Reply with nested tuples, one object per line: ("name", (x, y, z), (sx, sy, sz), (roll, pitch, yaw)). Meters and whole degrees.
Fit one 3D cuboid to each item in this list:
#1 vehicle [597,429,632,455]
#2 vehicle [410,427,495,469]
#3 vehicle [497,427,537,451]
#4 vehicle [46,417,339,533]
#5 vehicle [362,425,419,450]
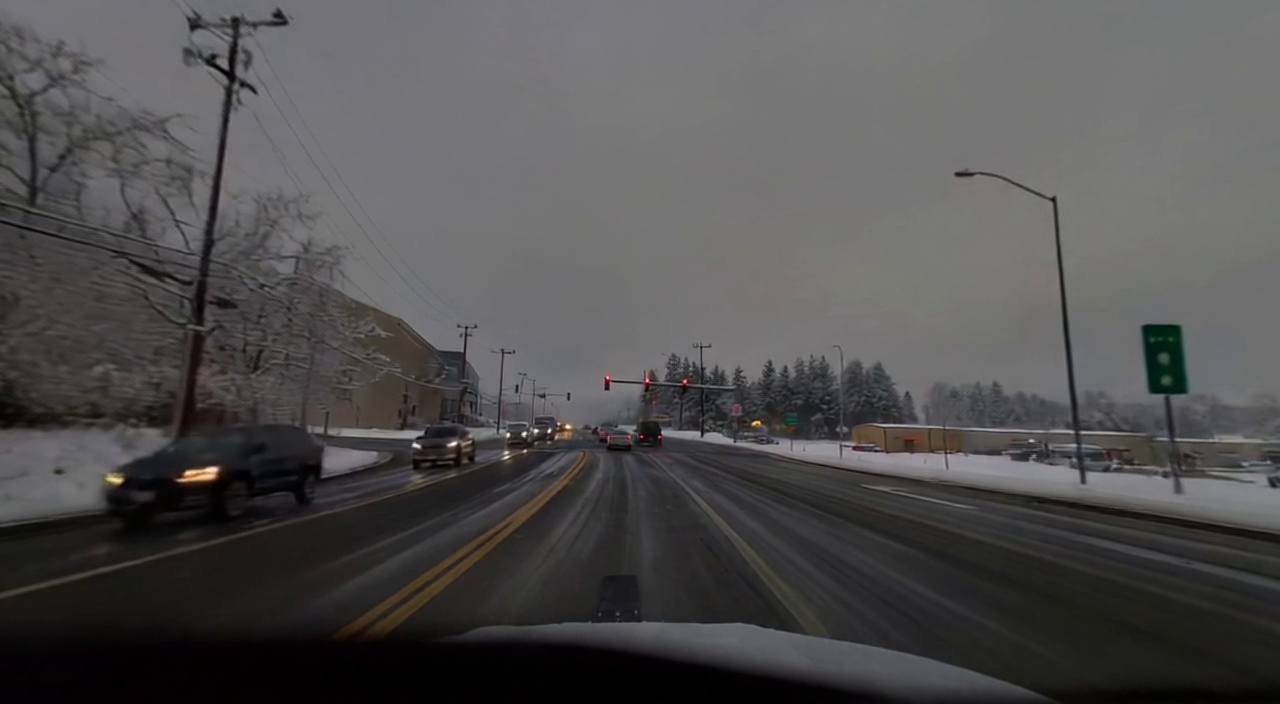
("vehicle", (-1.560, 5.563, 39.012), (2.060, 1.491, 3.873), (0, -8, -2))
("vehicle", (-7.177, 3.713, 24.590), (2.028, 1.495, 4.532), (0, -8, -2))
("vehicle", (-8.294, 5.919, 42.828), (1.966, 1.506, 4.417), (0, -8, -3))
("vehicle", (-6.778, 1.870, 10.211), (1.847, 1.501, 3.942), (0, -8, 0))
("vehicle", (-16.056, 5.494, 40.448), (2.032, 1.536, 4.158), (7, -10, -40))
